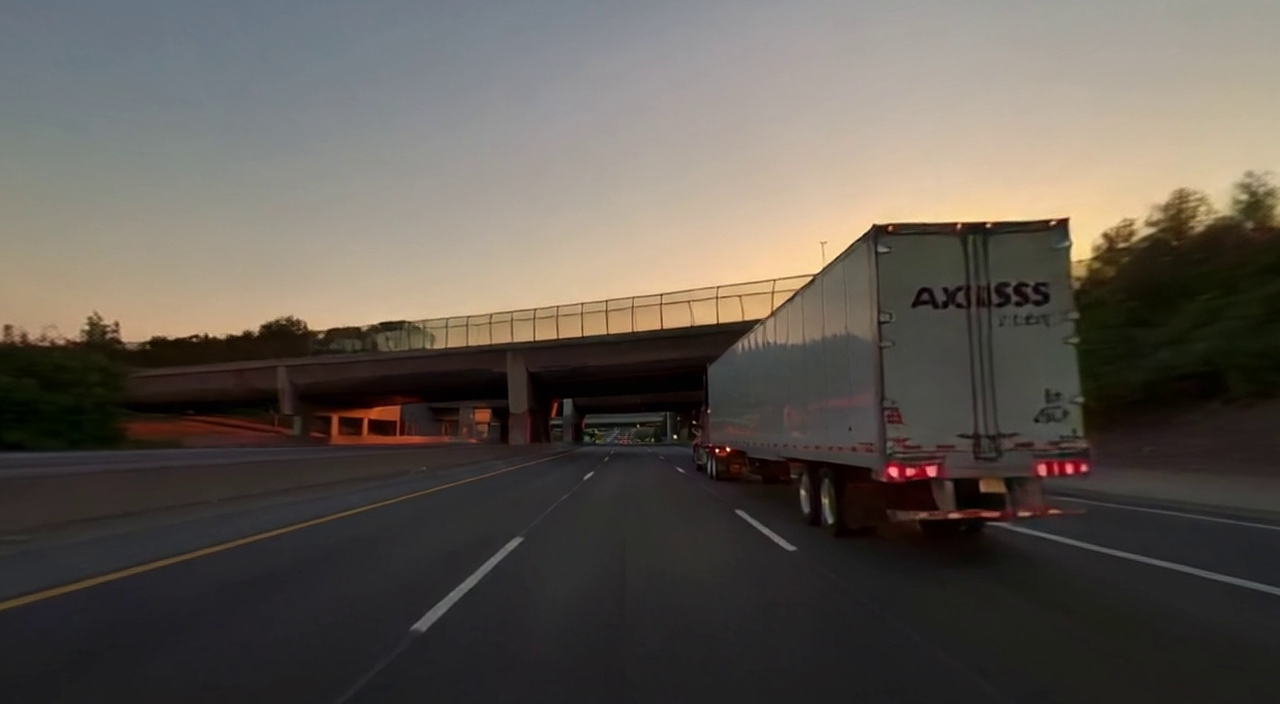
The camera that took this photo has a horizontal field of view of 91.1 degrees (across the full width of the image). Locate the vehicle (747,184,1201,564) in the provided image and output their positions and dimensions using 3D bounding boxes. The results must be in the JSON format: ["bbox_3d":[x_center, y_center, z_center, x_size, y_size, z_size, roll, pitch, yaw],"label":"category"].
[{"bbox_3d":[4.170,0.760,11.080,2.880,3.986,9.103,0,-8,0],"label":"vehicle"}]
